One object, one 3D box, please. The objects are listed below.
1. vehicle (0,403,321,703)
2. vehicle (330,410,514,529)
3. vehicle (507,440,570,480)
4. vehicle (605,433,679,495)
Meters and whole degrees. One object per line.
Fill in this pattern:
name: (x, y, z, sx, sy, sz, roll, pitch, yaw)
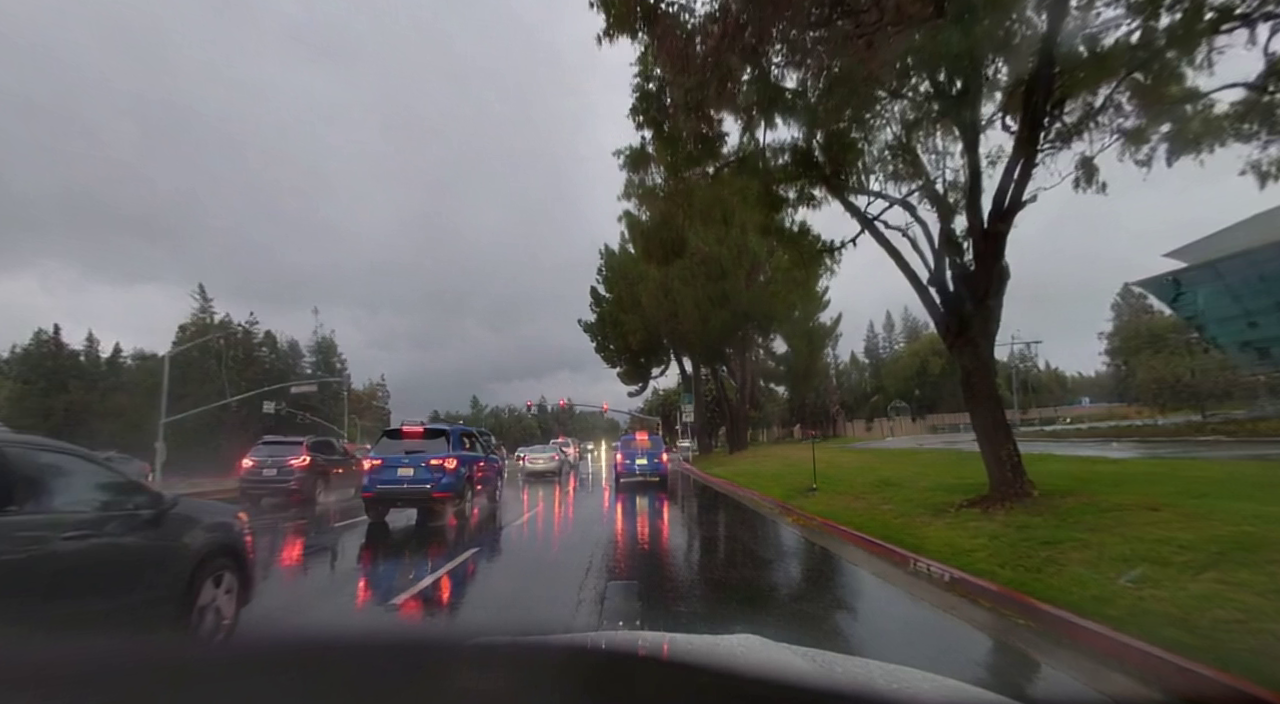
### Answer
vehicle: (-3.694, 1.060, 3.165, 2.007, 1.512, 4.279, 0, -9, -1)
vehicle: (-4.115, 2.333, 13.082, 2.088, 1.947, 5.119, 0, -9, -1)
vehicle: (-4.157, 4.486, 26.479, 1.942, 1.523, 4.212, 0, -9, 0)
vehicle: (0.039, 3.426, 19.700, 2.055, 1.681, 4.270, 0, -9, 0)
